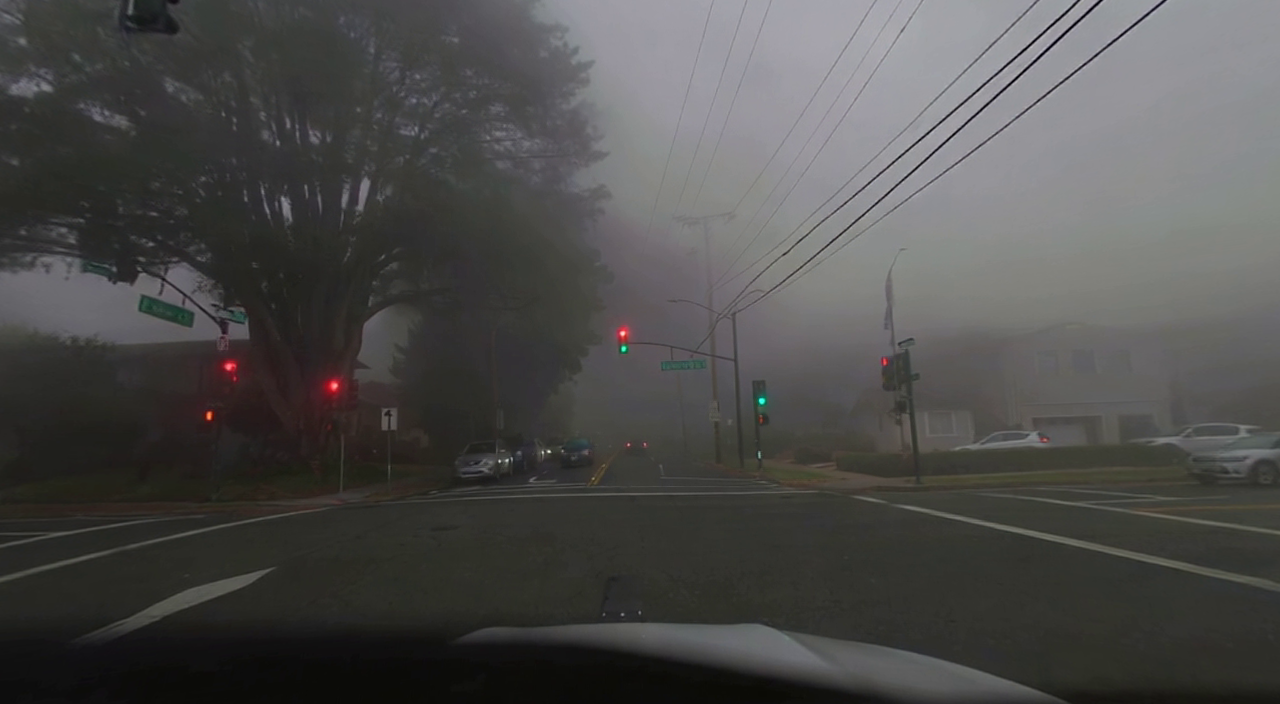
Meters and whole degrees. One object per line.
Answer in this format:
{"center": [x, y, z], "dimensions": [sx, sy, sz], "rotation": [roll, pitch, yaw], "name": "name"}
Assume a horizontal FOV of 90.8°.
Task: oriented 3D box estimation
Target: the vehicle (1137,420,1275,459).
{"center": [33.269, 5.159, 37.238], "dimensions": [5.969, 2.149, 2.331], "rotation": [0, -9, -3], "name": "vehicle"}

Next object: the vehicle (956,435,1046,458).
{"center": [24.994, 6.551, 43.838], "dimensions": [5.172, 1.515, 1.851], "rotation": [0, -9, -2], "name": "vehicle"}

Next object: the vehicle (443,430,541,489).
{"center": [-6.496, 4.837, 28.976], "dimensions": [2.896, 2.339, 7.322], "rotation": [0, -9, -1], "name": "vehicle"}

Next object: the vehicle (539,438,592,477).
{"center": [-3.643, 5.279, 31.905], "dimensions": [2.120, 1.783, 4.788], "rotation": [0, -9, -1], "name": "vehicle"}
